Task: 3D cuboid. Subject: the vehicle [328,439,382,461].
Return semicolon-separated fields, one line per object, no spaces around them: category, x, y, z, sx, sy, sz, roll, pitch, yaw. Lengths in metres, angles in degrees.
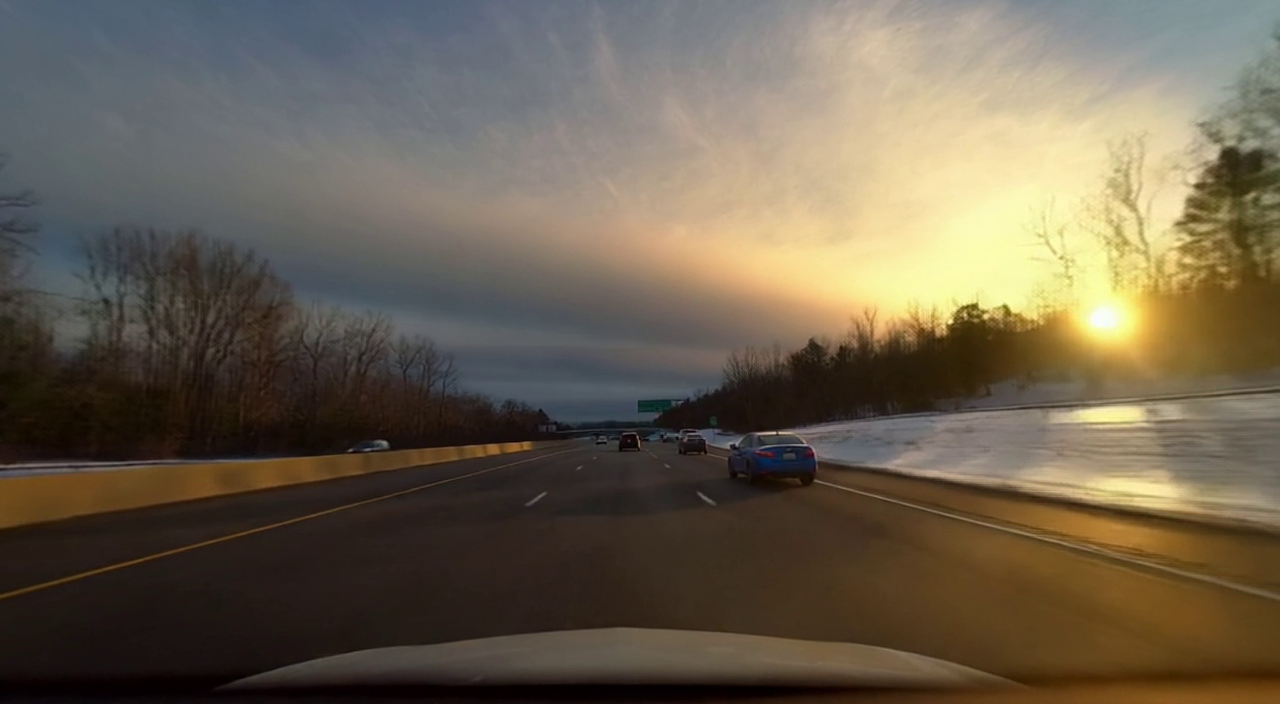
vehicle;-21.122;7.246;46.830;1.905;1.558;4.454;0;-8;0

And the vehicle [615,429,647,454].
vehicle;-0.647;6.369;44.746;2.182;1.680;4.253;0;-8;-1

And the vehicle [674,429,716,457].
vehicle;3.404;5.708;39.553;2.098;1.677;4.275;0;-8;-2

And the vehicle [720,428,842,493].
vehicle;3.542;2.814;16.808;2.056;1.479;4.660;0;-8;-2
